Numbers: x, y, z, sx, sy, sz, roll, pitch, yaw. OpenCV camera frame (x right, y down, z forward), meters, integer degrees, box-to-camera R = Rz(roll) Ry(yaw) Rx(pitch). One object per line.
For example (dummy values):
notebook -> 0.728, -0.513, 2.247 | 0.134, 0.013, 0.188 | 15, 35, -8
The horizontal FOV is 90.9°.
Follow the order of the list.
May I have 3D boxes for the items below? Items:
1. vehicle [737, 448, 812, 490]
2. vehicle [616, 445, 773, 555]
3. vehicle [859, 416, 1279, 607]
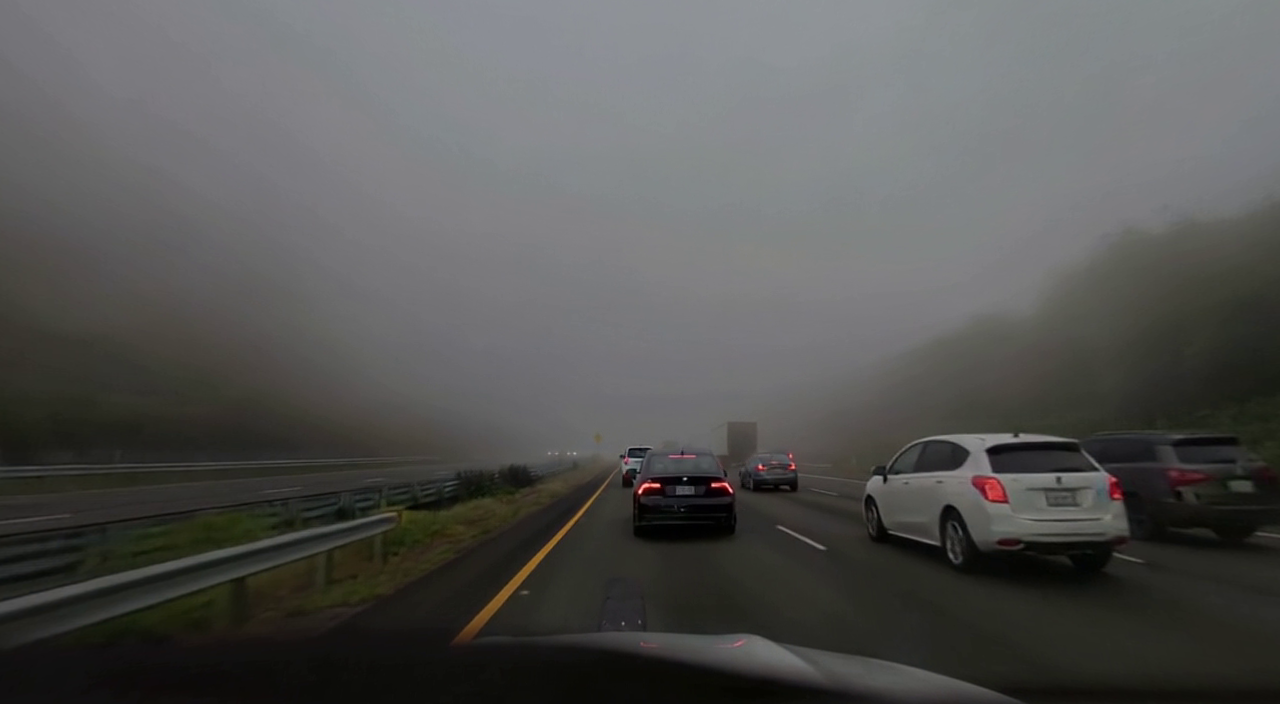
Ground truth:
vehicle -> 5.187, 4.546, 24.830 | 1.908, 1.500, 4.157 | 0, -9, -2
vehicle -> 0.690, 2.261, 10.295 | 2.094, 1.426, 3.725 | 0, -9, -1
vehicle -> 4.615, 1.767, 7.931 | 1.998, 1.657, 4.604 | 0, -9, -1
